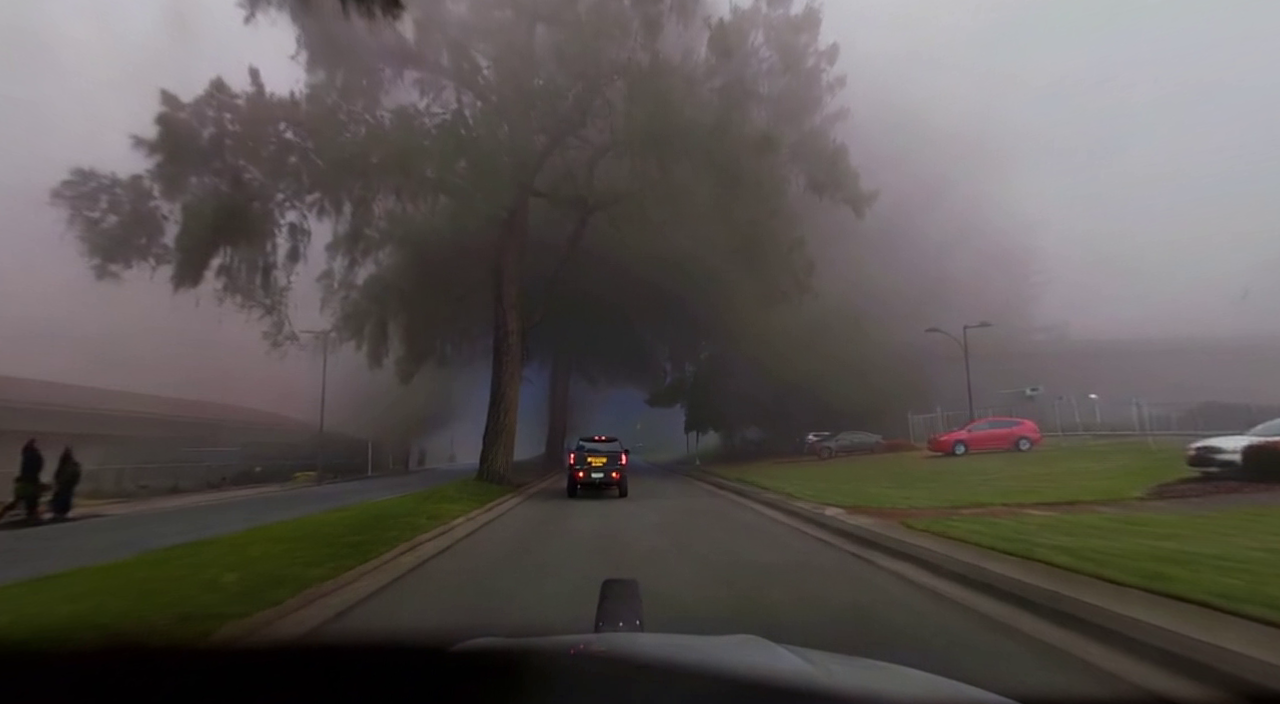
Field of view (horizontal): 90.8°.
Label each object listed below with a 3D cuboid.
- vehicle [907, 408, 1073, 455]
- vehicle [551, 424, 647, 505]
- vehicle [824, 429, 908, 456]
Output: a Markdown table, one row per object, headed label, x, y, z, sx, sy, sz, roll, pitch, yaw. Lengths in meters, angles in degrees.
| label | x | y | z | sx | sy | sz | roll | pitch | yaw |
| --- | --- | --- | --- | --- | --- | --- | --- | --- | --- |
| vehicle | 12.796 | 2.976 | 23.364 | 4.788 | 1.625 | 2.319 | 0 | -9 | -3 |
| vehicle | -1.013 | 2.982 | 17.263 | 2.157 | 1.816 | 5.804 | 0 | -8 | -2 |
| vehicle | 12.445 | 5.004 | 34.962 | 3.895 | 1.451 | 1.830 | 1 | -9 | -4 |
